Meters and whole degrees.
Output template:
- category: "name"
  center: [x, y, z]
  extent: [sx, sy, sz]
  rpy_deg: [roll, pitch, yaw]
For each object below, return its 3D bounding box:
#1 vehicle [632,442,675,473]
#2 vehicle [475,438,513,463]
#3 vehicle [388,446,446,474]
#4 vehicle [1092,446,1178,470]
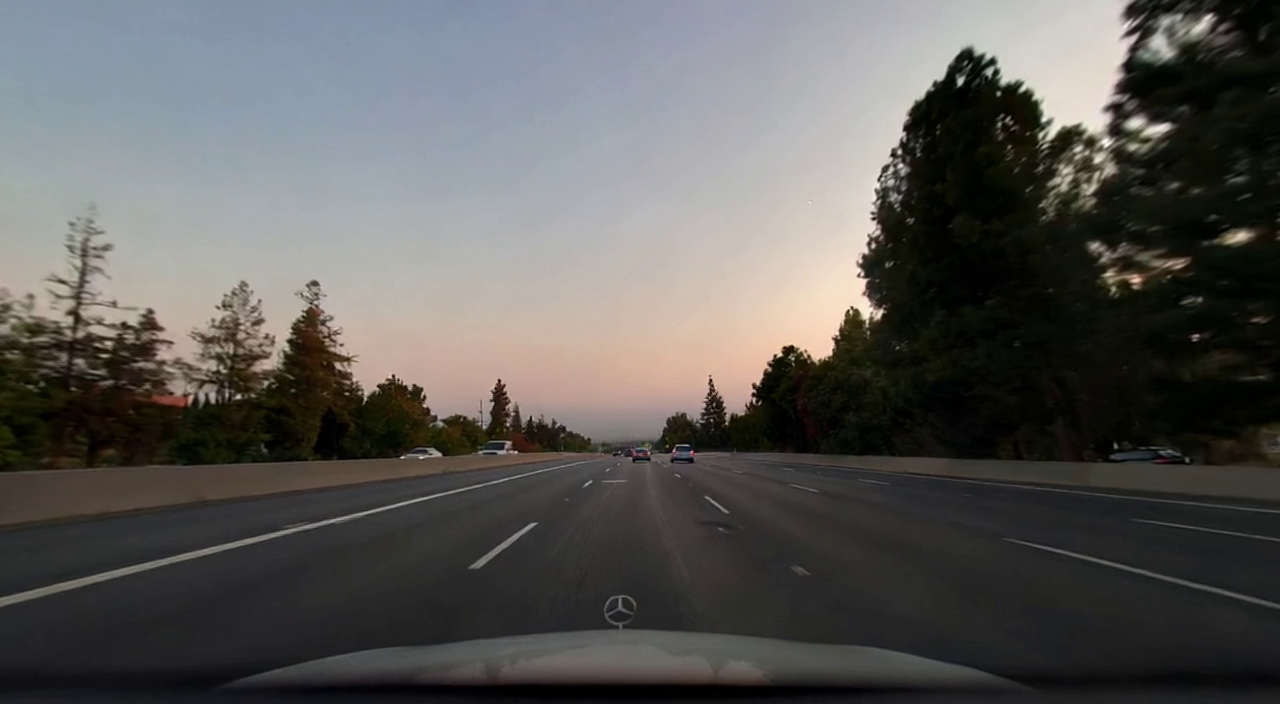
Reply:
- category: "vehicle"
  center: [0.719, 6.144, 36.924]
  extent: [2.124, 1.673, 4.545]
  rpy_deg: [1, -9, -4]
- category: "vehicle"
  center: [-9.882, 6.673, 43.110]
  extent: [1.853, 1.600, 4.030]
  rpy_deg: [1, -8, -3]
- category: "vehicle"
  center: [-14.409, 6.971, 41.089]
  extent: [1.945, 1.685, 4.730]
  rpy_deg: [0, -8, 1]
- category: "vehicle"
  center: [32.270, 6.907, 41.345]
  extent: [1.886, 1.450, 4.349]
  rpy_deg: [1, -9, -4]
